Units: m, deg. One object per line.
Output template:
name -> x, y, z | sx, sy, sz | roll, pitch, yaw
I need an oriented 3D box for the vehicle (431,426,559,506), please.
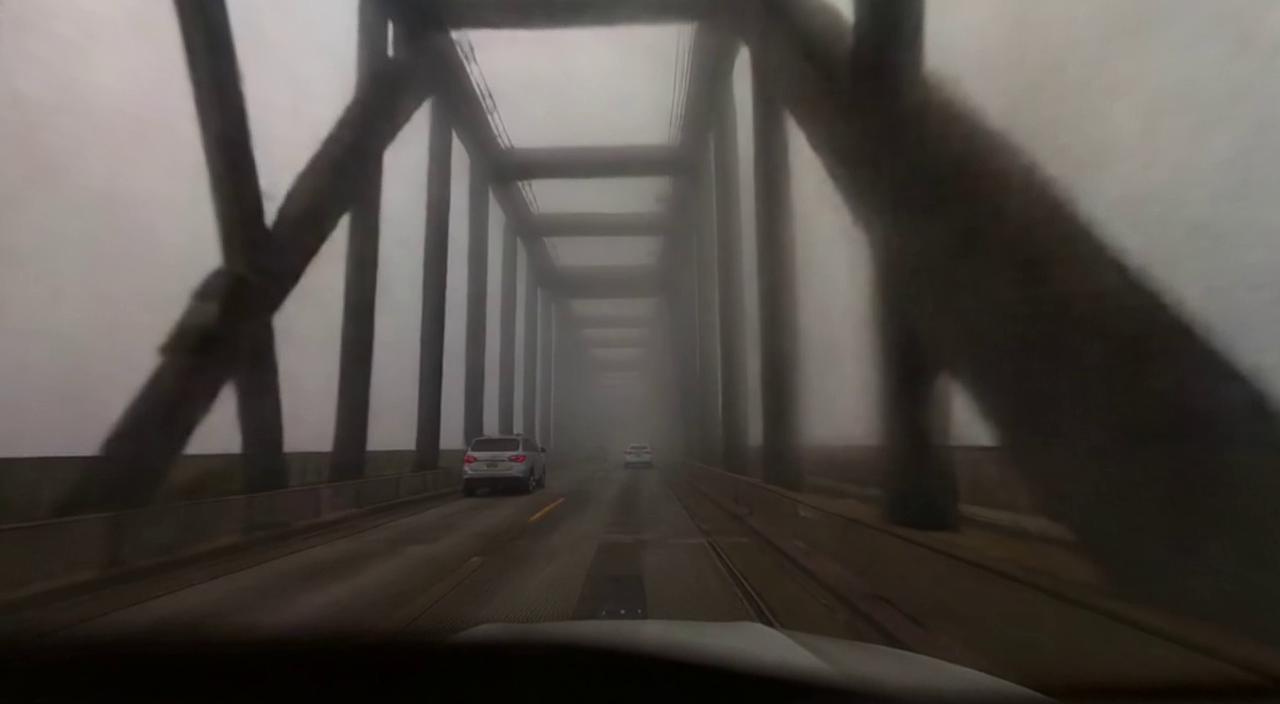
vehicle -> -3.617, 2.960, 16.846 | 2.190, 1.807, 4.741 | -1, -9, 1

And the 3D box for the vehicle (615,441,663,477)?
vehicle -> -0.058, 4.799, 28.562 | 2.048, 1.450, 3.973 | 0, -9, 0
